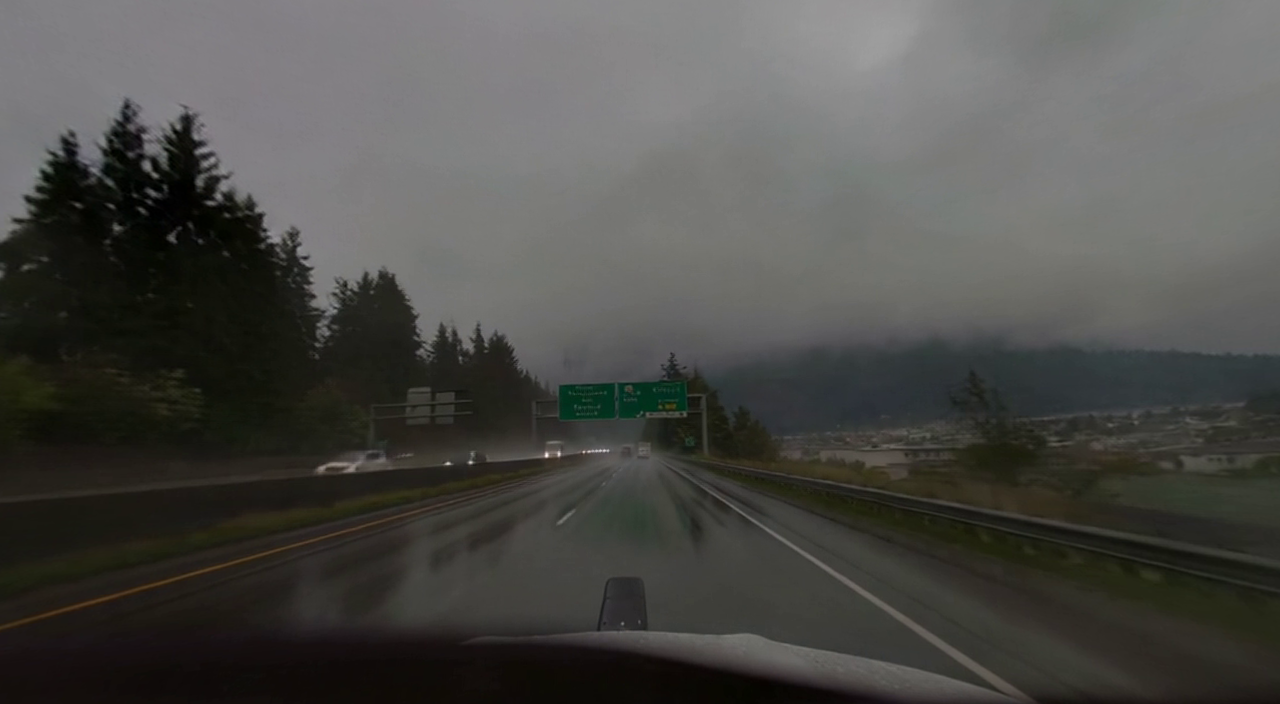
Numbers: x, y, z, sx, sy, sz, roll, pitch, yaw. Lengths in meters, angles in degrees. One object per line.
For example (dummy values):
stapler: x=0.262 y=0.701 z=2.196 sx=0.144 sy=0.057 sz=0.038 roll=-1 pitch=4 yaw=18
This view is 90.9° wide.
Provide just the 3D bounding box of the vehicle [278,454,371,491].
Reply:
vehicle: x=-13.820 y=5.278 z=27.884 sx=1.915 sy=1.471 sz=4.127 roll=0 pitch=-9 yaw=0
